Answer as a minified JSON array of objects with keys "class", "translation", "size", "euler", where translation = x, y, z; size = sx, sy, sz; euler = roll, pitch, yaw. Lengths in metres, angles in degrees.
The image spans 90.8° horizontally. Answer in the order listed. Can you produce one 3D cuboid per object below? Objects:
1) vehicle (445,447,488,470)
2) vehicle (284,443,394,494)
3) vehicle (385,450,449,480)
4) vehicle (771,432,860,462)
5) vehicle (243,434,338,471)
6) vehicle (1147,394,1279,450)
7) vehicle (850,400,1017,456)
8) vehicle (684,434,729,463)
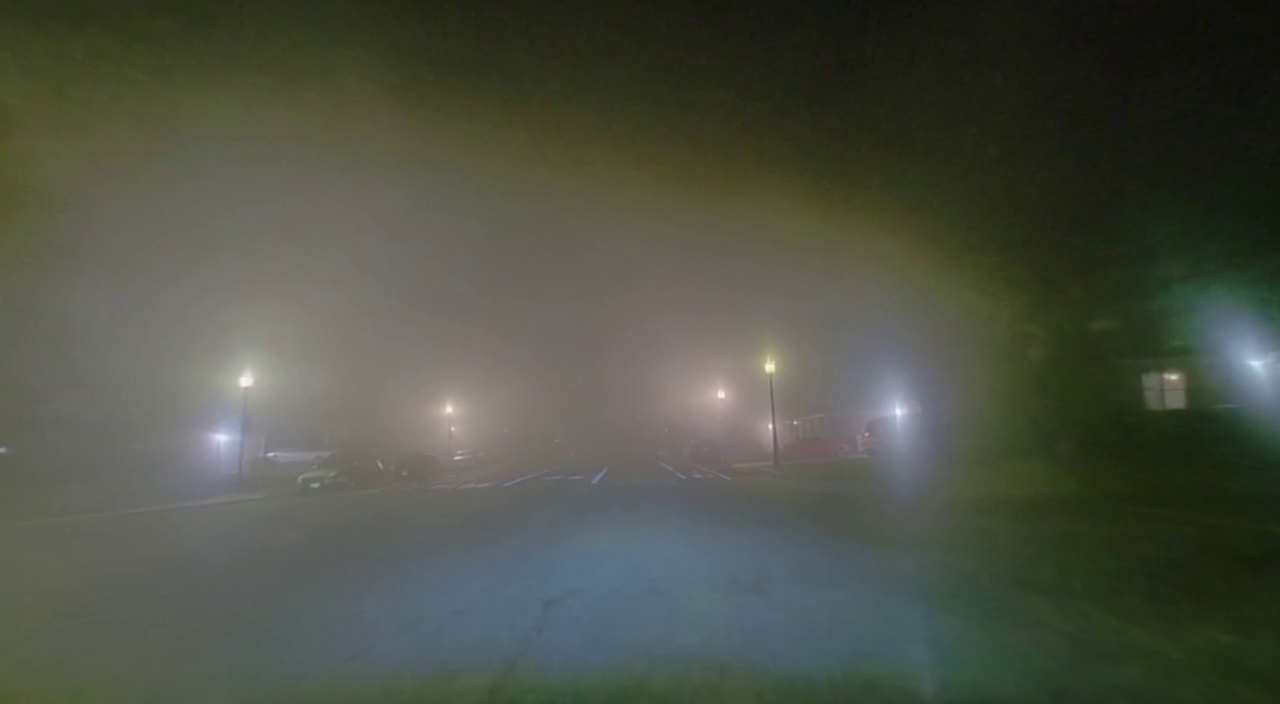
[{"class":"vehicle","translation":[-12.105,7.429,44.348],"size":[2.012,1.478,4.661],"euler":[1,-9,-4]},{"class":"vehicle","translation":[-11.525,4.449,24.592],"size":[2.037,1.755,4.434],"euler":[0,-8,0]},{"class":"vehicle","translation":[-11.517,5.846,32.960],"size":[1.948,1.410,4.361],"euler":[0,-9,-3]},{"class":"vehicle","translation":[10.124,5.535,36.674],"size":[4.512,1.477,1.927],"euler":[-2,-9,-3]},{"class":"vehicle","translation":[-21.513,6.154,38.946],"size":[4.828,2.134,2.187],"euler":[-2,-9,16]},{"class":"vehicle","translation":[22.577,2.682,23.962],"size":[4.831,2.013,2.082],"euler":[0,-9,-2]},{"class":"vehicle","translation":[12.892,3.510,28.125],"size":[6.244,2.050,2.209],"euler":[-9,-13,37]},{"class":"vehicle","translation":[4.330,6.389,41.893],"size":[2.184,1.770,4.651],"euler":[1,-9,-4]}]
